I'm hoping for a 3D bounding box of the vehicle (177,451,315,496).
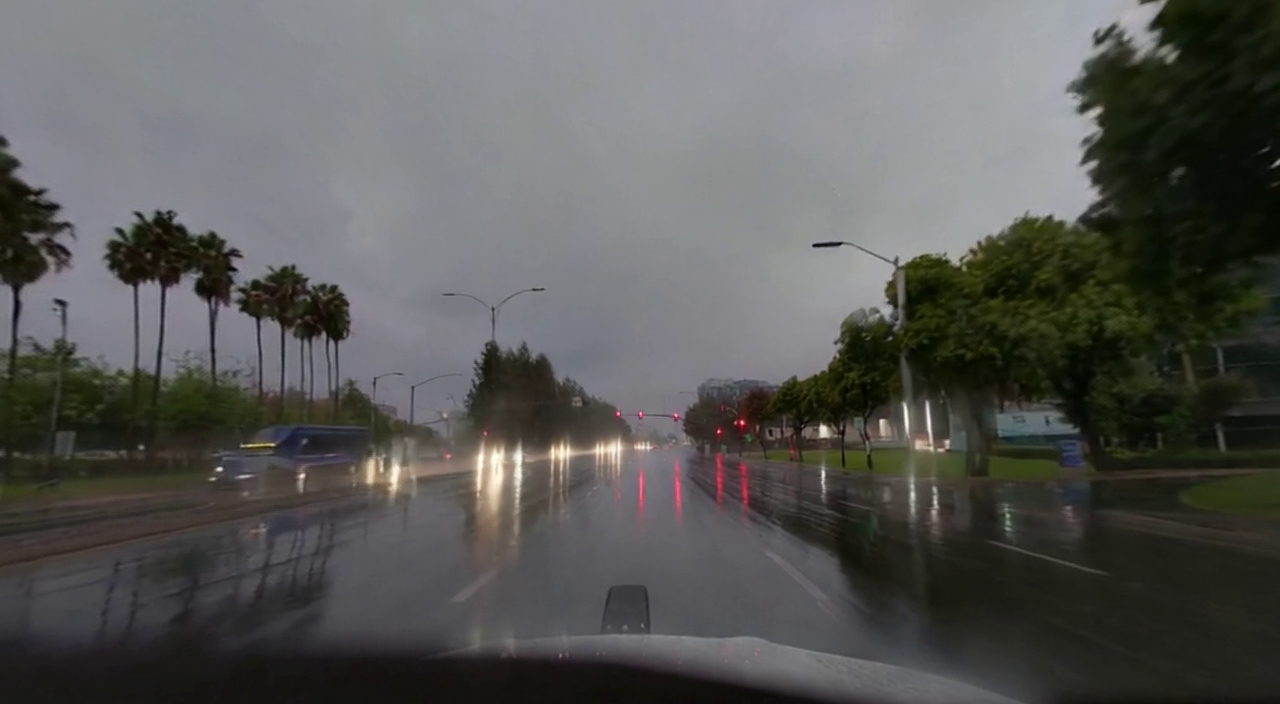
[{"bbox_3d":[-14.885,4.587,24.203,2.130,1.509,4.644,-1,-8,3],"label":"vehicle"}]

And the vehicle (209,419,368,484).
[{"bbox_3d":[-21.297,6.179,39.664,3.013,3.417,12.442,0,-8,-1],"label":"vehicle"}]
